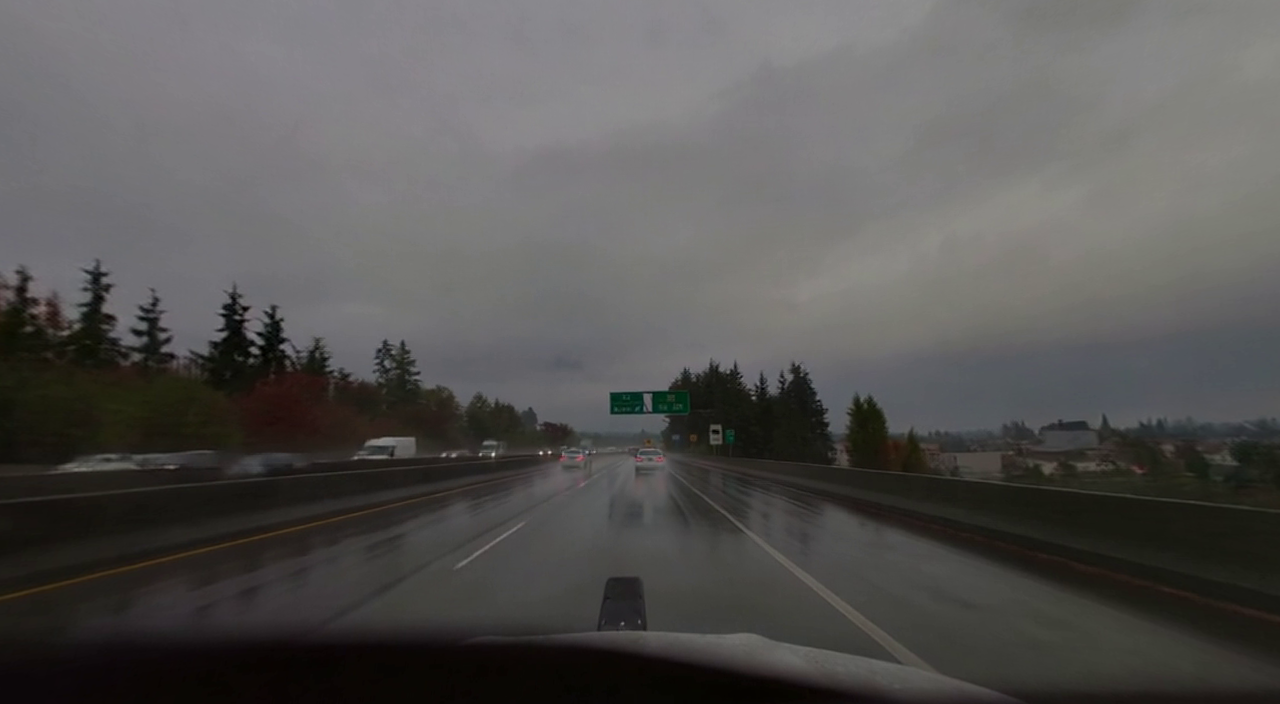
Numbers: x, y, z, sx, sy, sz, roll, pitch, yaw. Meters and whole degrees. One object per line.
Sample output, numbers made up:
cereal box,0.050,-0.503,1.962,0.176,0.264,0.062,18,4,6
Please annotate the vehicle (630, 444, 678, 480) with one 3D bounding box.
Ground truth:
vehicle,0.625,4.820,27.773,1.960,1.456,3.818,-1,-9,1

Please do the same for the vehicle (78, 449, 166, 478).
vehicle,-31.483,6.778,38.467,1.857,1.602,4.302,0,-9,-3

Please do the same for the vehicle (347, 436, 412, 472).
vehicle,-20.418,8.045,49.800,2.353,2.613,6.328,0,-9,1

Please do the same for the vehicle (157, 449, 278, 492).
vehicle,-16.917,4.734,25.535,1.893,1.544,4.323,0,-9,-1

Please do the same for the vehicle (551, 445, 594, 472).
vehicle,-4.036,6.461,38.296,2.081,1.534,4.543,0,-9,1
